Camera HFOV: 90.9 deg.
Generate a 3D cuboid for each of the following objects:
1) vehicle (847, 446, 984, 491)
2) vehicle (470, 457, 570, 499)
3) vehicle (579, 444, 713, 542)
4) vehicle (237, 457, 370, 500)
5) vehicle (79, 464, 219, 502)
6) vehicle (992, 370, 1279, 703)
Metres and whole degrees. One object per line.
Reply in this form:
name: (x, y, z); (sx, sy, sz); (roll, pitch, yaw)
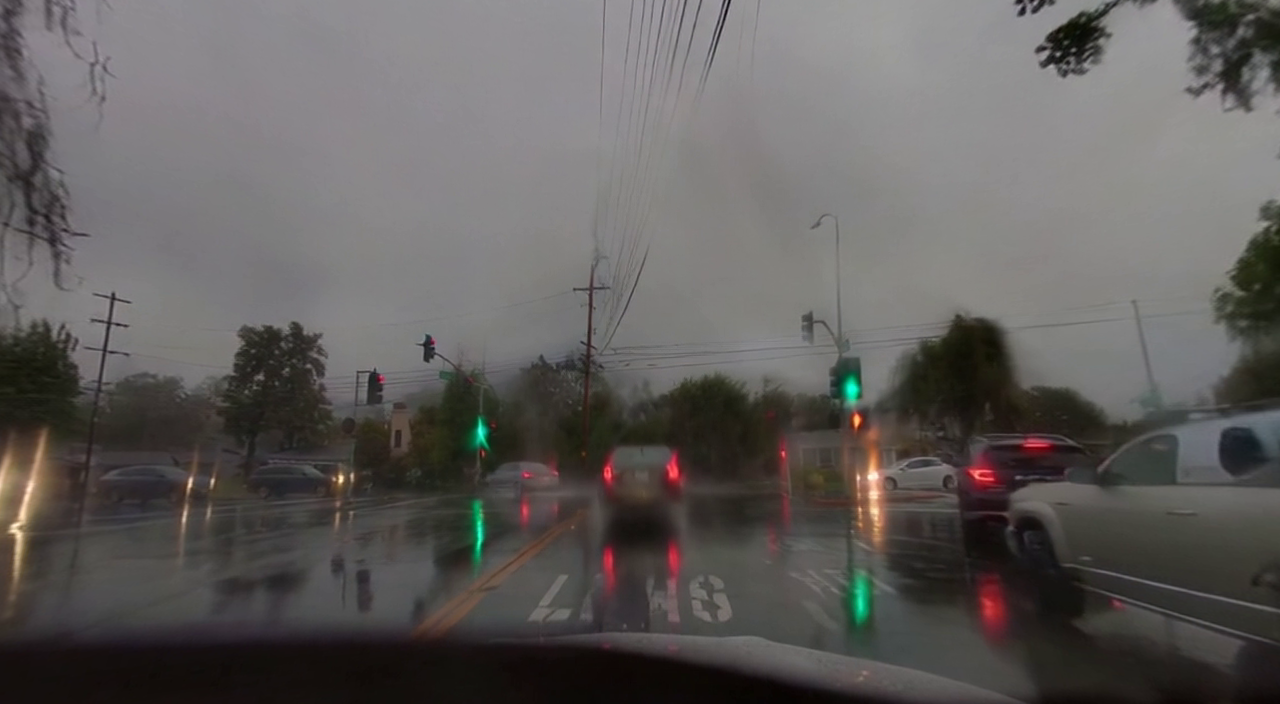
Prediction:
vehicle: (11.022, 4.677, 25.536); (4.600, 1.722, 2.074); (-1, -8, 6)
vehicle: (-5.091, 5.225, 26.444); (2.063, 1.492, 4.343); (8, -12, -43)
vehicle: (0.062, 2.538, 12.140); (2.078, 1.506, 4.512); (0, -8, -1)
vehicle: (-13.892, 5.209, 26.134); (4.485, 1.625, 1.980); (-1, -8, 10)
vehicle: (-21.090, 5.605, 27.162); (4.736, 1.475, 1.921); (-1, -8, 9)
vehicle: (4.559, 1.112, 3.999); (2.095, 1.836, 4.895); (-1, -8, 4)
